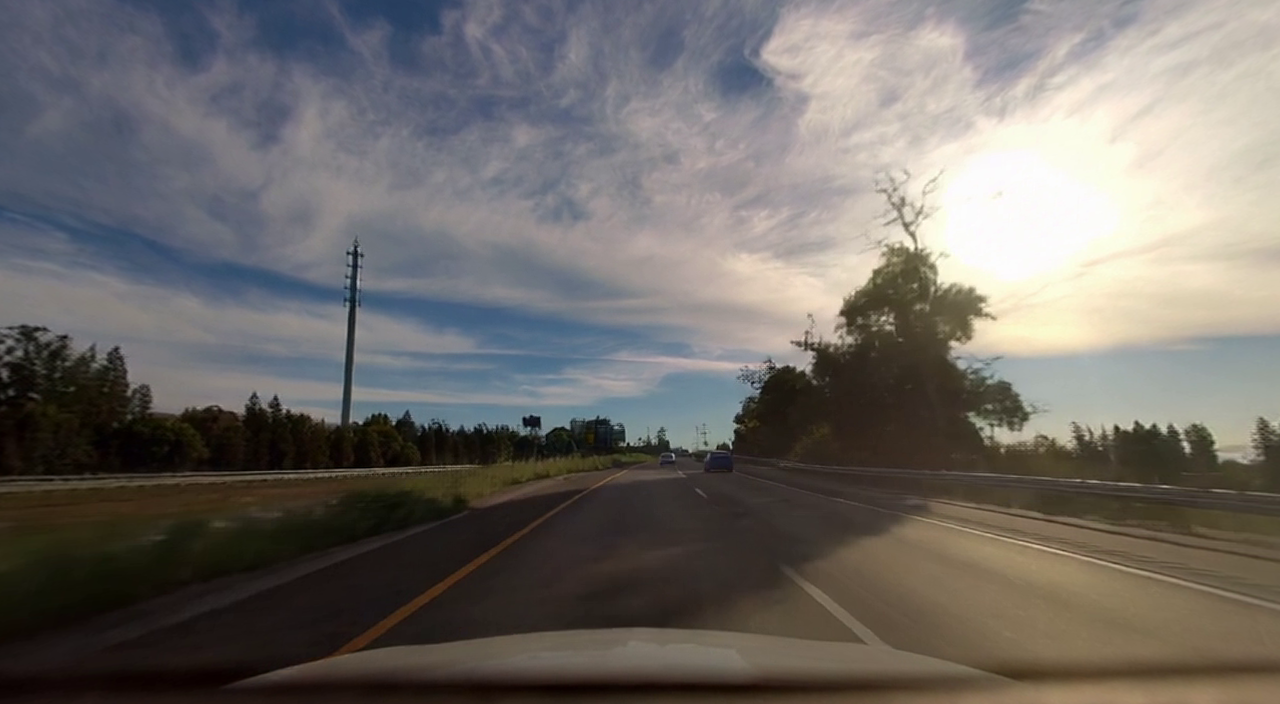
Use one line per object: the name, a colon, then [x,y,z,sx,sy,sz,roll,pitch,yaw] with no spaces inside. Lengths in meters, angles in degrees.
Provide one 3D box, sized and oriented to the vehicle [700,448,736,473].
vehicle: [5.075,7.122,41.712,2.030,1.526,4.165,0,-9,2]
